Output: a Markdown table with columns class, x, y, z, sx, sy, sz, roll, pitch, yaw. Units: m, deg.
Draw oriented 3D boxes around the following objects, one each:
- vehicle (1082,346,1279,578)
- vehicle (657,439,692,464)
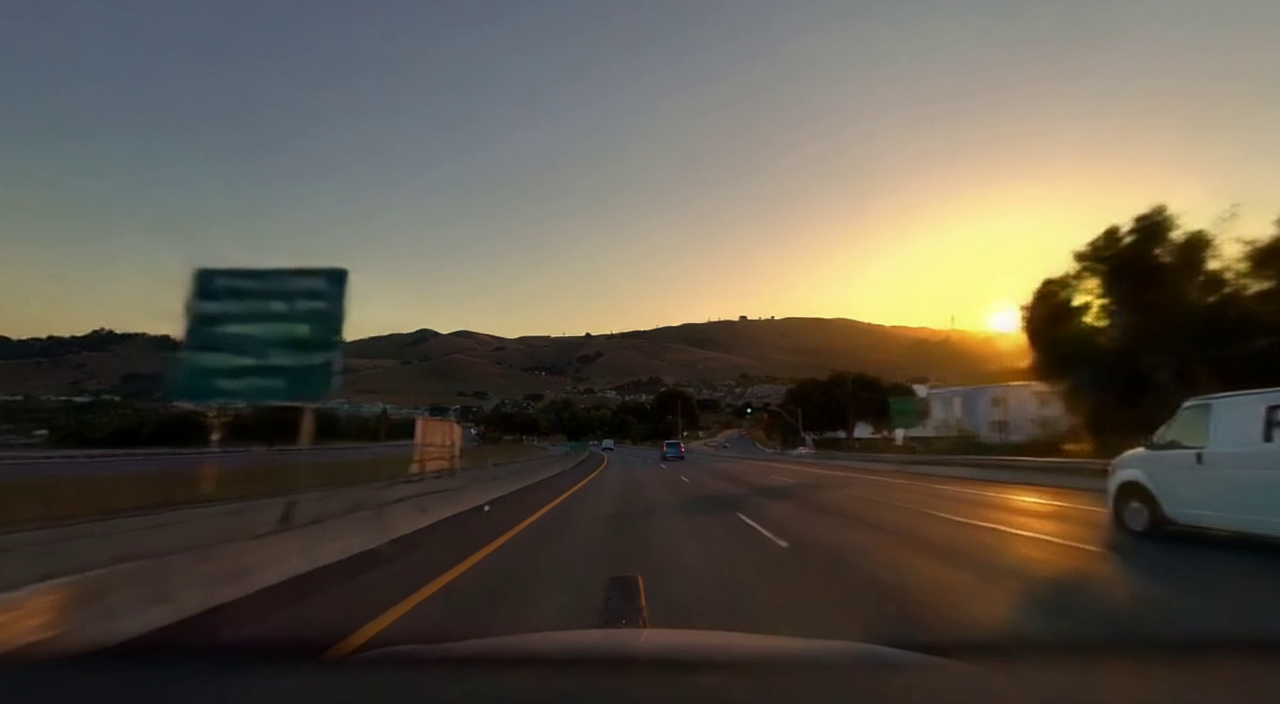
| class | x | y | z | sx | sy | sz | roll | pitch | yaw |
| --- | --- | --- | --- | --- | --- | --- | --- | --- | --- |
| vehicle | 6.880 | 0.937 | 5.308 | 2.275 | 2.059 | 5.543 | 0 | -8 | 0 |
| vehicle | 2.640 | 7.724 | 49.233 | 2.210 | 1.815 | 4.571 | 1 | -8 | -3 |
